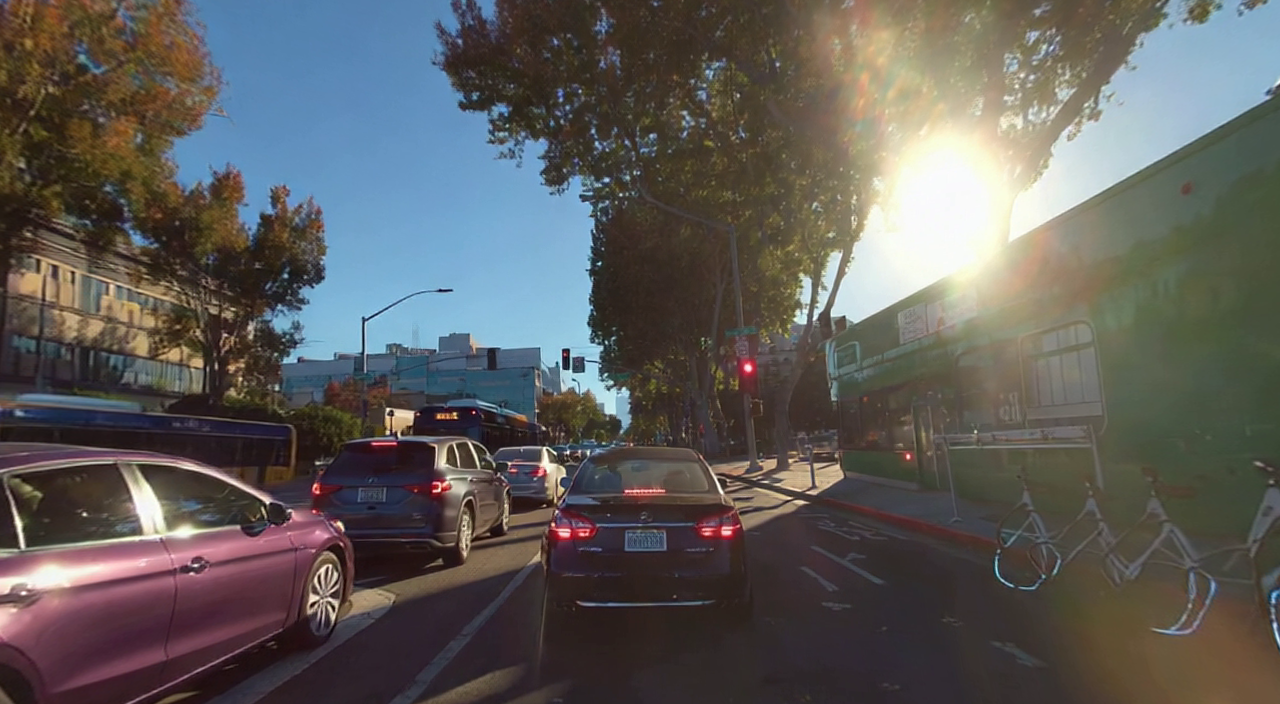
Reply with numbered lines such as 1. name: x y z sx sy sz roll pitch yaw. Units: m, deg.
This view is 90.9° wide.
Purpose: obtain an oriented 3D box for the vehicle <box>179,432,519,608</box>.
1. vehicle: -2.911 1.758 7.633 1.944 1.481 4.385 0 -8 1

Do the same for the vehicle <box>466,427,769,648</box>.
1. vehicle: -0.138 1.528 6.185 2.031 1.461 3.763 0 -8 0

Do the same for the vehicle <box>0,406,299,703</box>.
1. vehicle: -3.169 0.869 1.724 1.867 1.486 4.452 0 -8 2
